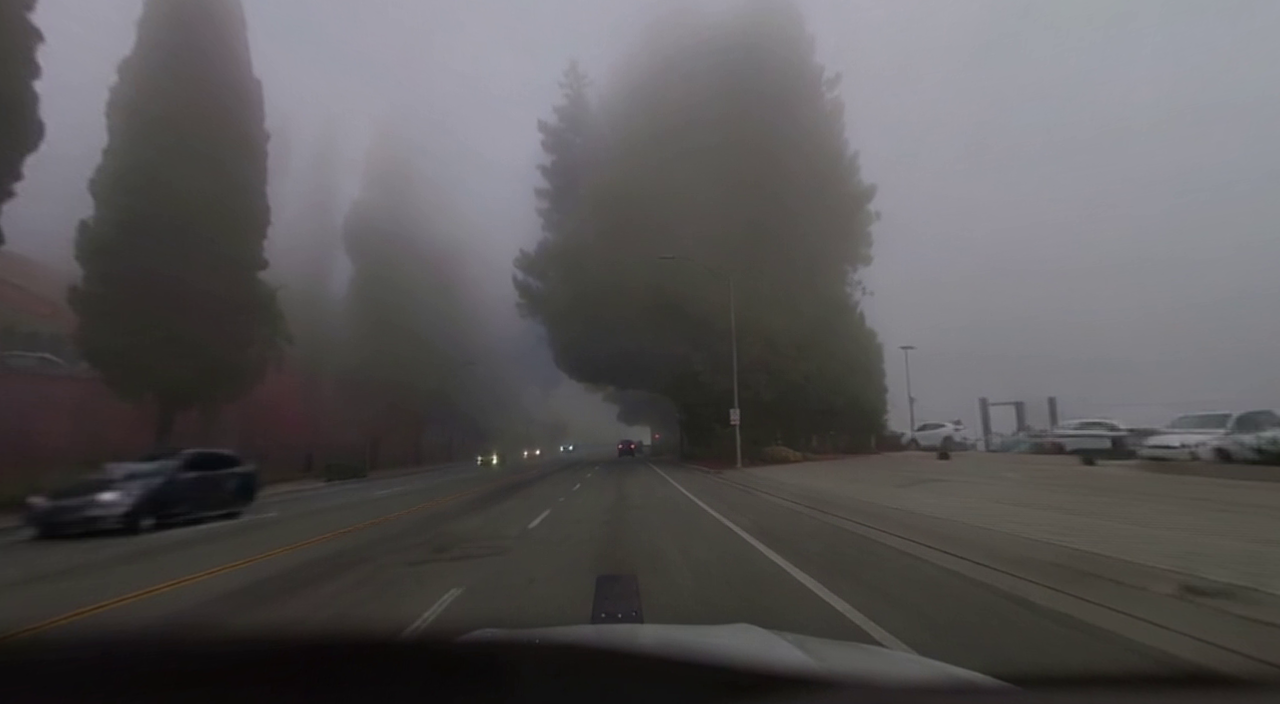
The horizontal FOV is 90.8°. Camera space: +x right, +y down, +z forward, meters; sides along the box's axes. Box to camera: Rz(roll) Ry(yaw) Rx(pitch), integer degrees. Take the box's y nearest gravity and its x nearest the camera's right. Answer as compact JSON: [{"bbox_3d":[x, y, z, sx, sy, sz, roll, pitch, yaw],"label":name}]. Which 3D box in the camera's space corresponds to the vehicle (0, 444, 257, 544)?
[{"bbox_3d":[-10.573,2.852,13.503,2.000,1.728,4.510,1,-8,-2],"label":"vehicle"}]
